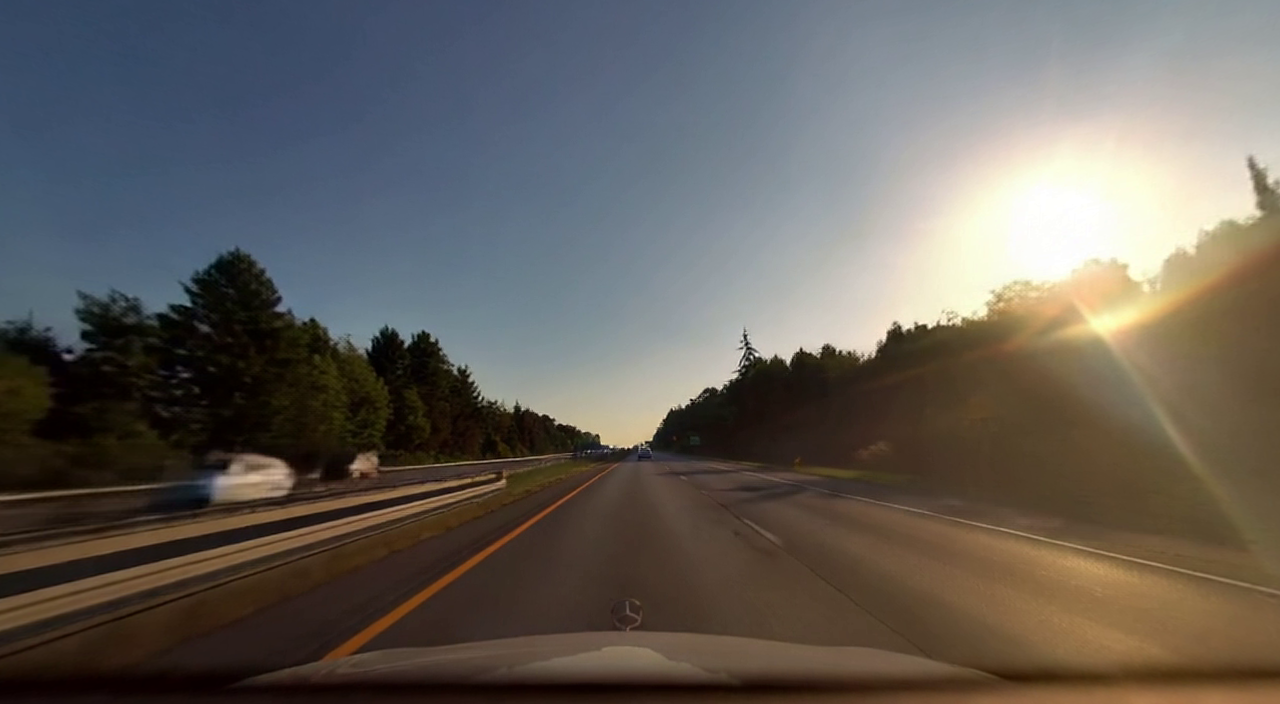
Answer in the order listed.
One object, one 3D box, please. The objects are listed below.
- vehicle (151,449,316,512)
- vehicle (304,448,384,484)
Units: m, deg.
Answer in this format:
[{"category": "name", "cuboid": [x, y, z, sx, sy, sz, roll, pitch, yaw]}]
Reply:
[{"category": "vehicle", "cuboid": [-11.642, 3.665, 18.503, 1.821, 1.584, 4.498, 0, -9, 0]}, {"category": "vehicle", "cuboid": [-16.621, 6.393, 35.717, 2.050, 1.910, 4.898, 0, -9, 0]}]
